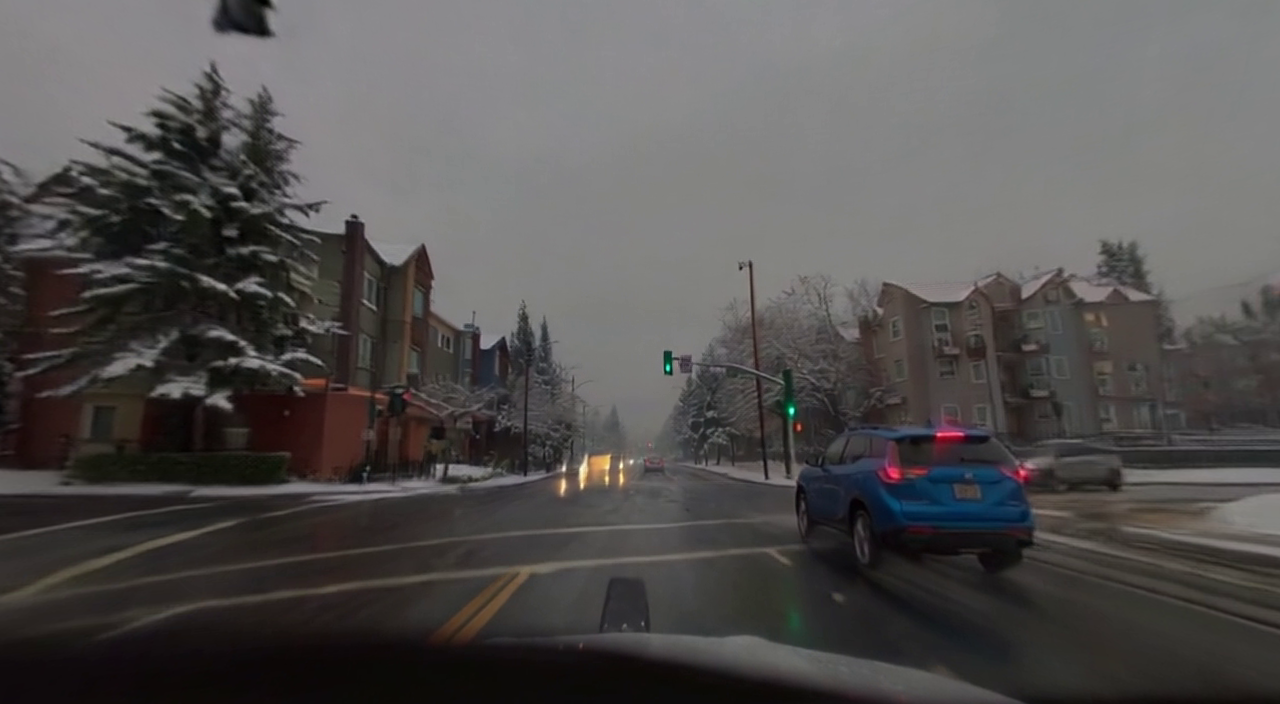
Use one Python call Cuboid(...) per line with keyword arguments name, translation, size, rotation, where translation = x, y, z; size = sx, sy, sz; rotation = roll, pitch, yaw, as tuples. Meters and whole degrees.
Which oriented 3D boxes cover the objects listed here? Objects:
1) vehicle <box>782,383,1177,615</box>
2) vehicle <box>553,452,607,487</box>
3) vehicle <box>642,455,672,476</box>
Cuboid(name="vehicle", translation=(3.312, 1.564, 7.635), size=(2.130, 1.863, 4.844), rotation=(0, -9, 1))
Cuboid(name="vehicle", translation=(-2.787, 5.569, 30.247), size=(2.170, 1.513, 4.270), rotation=(0, -9, 0))
Cuboid(name="vehicle", translation=(1.232, 8.375, 46.745), size=(2.097, 1.463, 4.043), rotation=(0, -9, 1))
